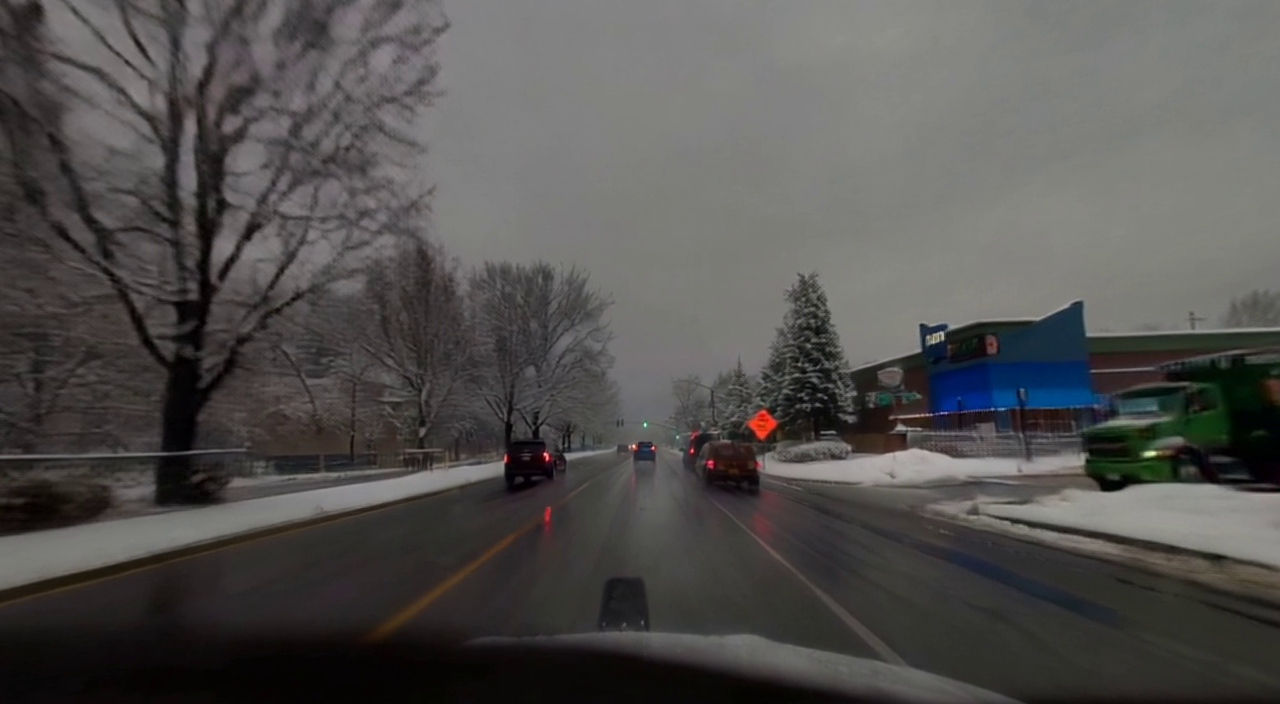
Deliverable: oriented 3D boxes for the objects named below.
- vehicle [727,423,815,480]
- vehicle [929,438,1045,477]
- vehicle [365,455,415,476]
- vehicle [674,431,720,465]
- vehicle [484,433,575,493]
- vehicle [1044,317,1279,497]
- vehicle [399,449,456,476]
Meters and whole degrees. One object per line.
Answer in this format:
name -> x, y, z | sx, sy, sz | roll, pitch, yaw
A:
vehicle -> 5.663, 4.461, 28.464 | 2.653, 2.231, 6.793 | 0, -9, 1
vehicle -> 14.166, 4.326, 26.104 | 1.969, 1.457, 4.719 | 0, -9, -2
vehicle -> -18.886, 8.570, 47.791 | 1.875, 1.475, 4.429 | 0, -9, 2
vehicle -> 4.363, 7.590, 49.995 | 2.760, 2.465, 7.936 | 0, -9, -2
vehicle -> -3.375, 3.503, 20.250 | 2.038, 1.682, 4.399 | 0, -9, 1
vehicle -> 14.864, 1.332, 14.525 | 8.949, 3.673, 3.044 | 1, -8, -2
vehicle -> -13.339, 6.941, 39.806 | 1.826, 1.553, 4.293 | -1, -9, 5
